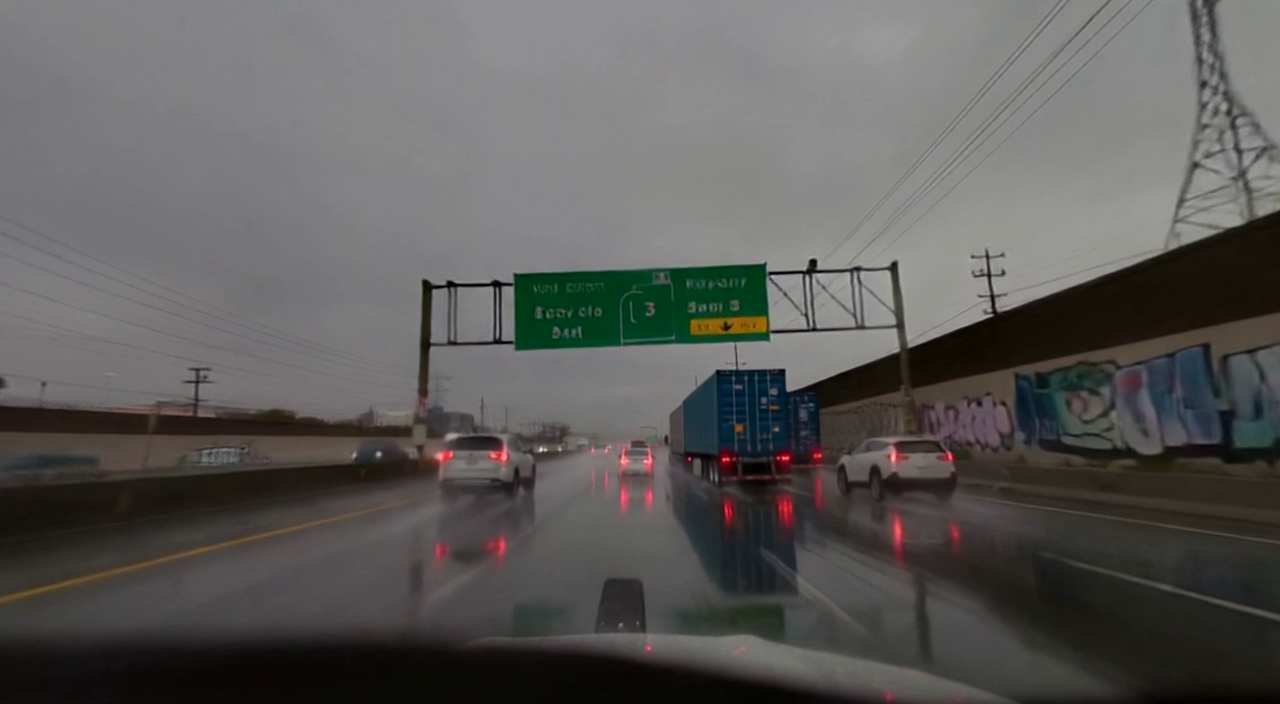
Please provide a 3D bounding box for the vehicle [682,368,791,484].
[{"bbox_3d":[3.788,3.581,28.672,2.800,4.039,13.179,0,-9,0],"label":"vehicle"}]

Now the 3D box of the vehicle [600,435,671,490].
[{"bbox_3d":[-0.174,3.759,21.726,2.191,1.685,4.015,0,-9,-1],"label":"vehicle"}]

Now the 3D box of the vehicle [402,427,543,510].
[{"bbox_3d":[-4.033,2.910,16.192,2.264,1.804,4.584,0,-9,1],"label":"vehicle"}]

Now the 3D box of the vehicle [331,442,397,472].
[{"bbox_3d":[-15.935,6.063,36.716,1.896,1.627,4.434,0,-9,-1],"label":"vehicle"}]

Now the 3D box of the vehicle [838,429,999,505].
[{"bbox_3d":[7.179,3.030,16.992,2.202,1.731,4.628,0,-9,0],"label":"vehicle"}]
